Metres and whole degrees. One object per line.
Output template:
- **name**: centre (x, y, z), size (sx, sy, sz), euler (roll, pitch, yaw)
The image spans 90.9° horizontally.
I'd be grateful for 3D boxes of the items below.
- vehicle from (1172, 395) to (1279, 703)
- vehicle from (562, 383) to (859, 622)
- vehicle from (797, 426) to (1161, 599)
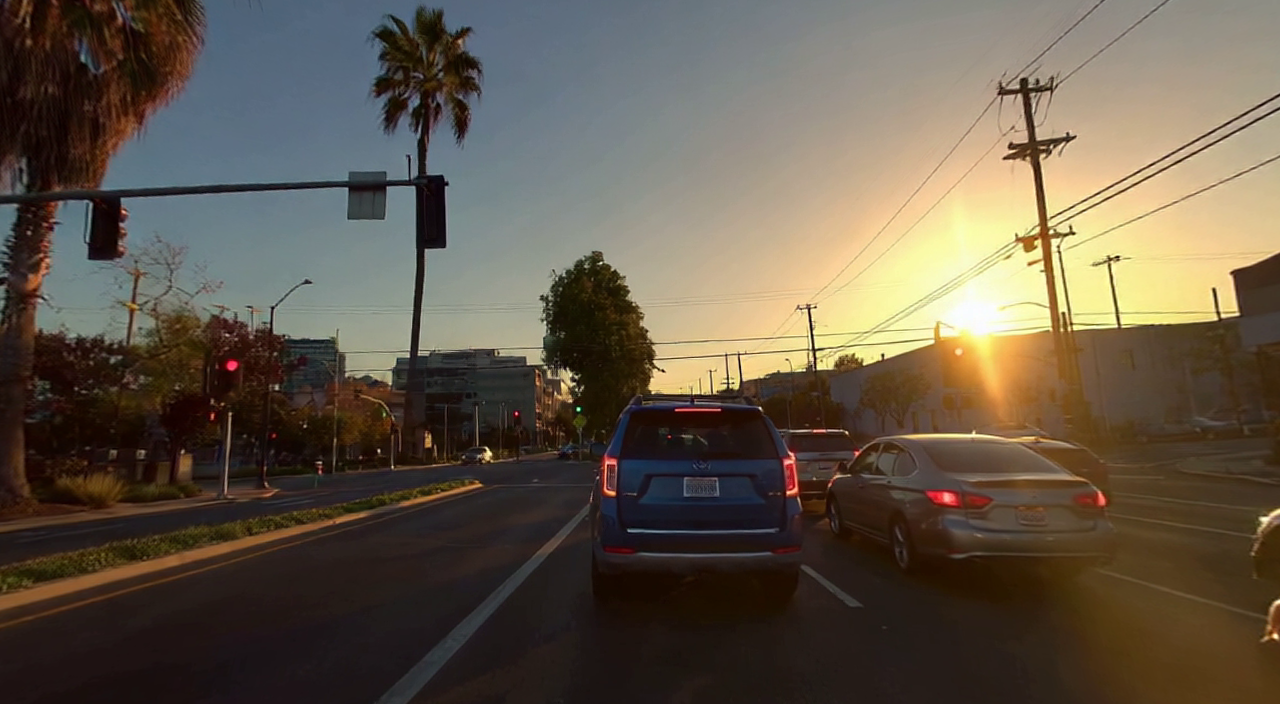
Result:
- **vehicle**: centre (3.359, 0.648, 0.673), size (1.805, 1.485, 4.348), euler (0, -9, 1)
- **vehicle**: centre (0.454, 1.442, 6.946), size (2.228, 1.780, 4.269), euler (0, -9, -2)
- **vehicle**: centre (3.441, 1.693, 7.567), size (1.895, 1.456, 4.255), euler (0, -9, -2)
